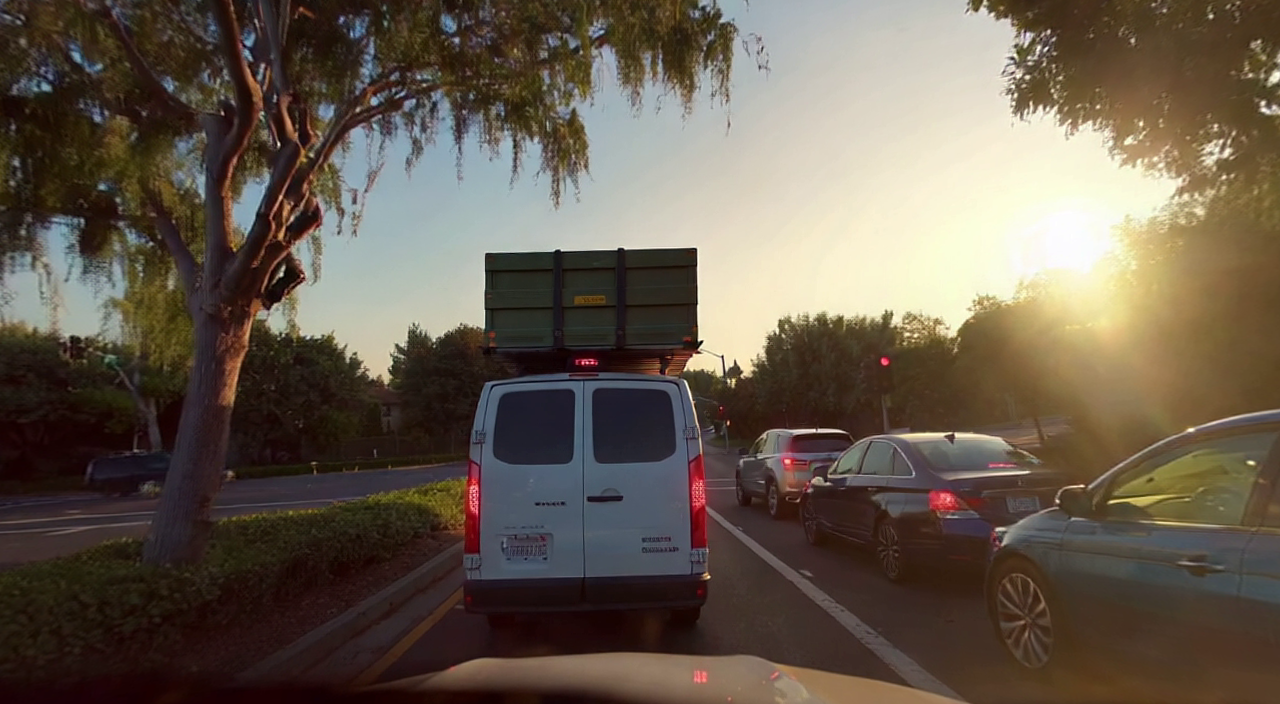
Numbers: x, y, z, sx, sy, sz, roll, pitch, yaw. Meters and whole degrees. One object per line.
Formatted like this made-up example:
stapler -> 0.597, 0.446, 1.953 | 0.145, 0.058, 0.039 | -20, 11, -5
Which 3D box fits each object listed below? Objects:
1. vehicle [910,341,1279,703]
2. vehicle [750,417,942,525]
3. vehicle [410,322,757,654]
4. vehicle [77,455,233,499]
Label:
vehicle -> 3.449, 0.941, 3.418 | 1.965, 1.671, 4.146 | 0, -9, -3
vehicle -> 3.680, 2.222, 12.267 | 2.024, 1.692, 4.252 | 1, -9, -4
vehicle -> -0.360, 1.157, 6.194 | 2.145, 2.089, 4.309 | 0, -9, 0
vehicle -> -22.738, 5.854, 29.898 | 5.241, 1.894, 2.257 | 2, -9, -15
